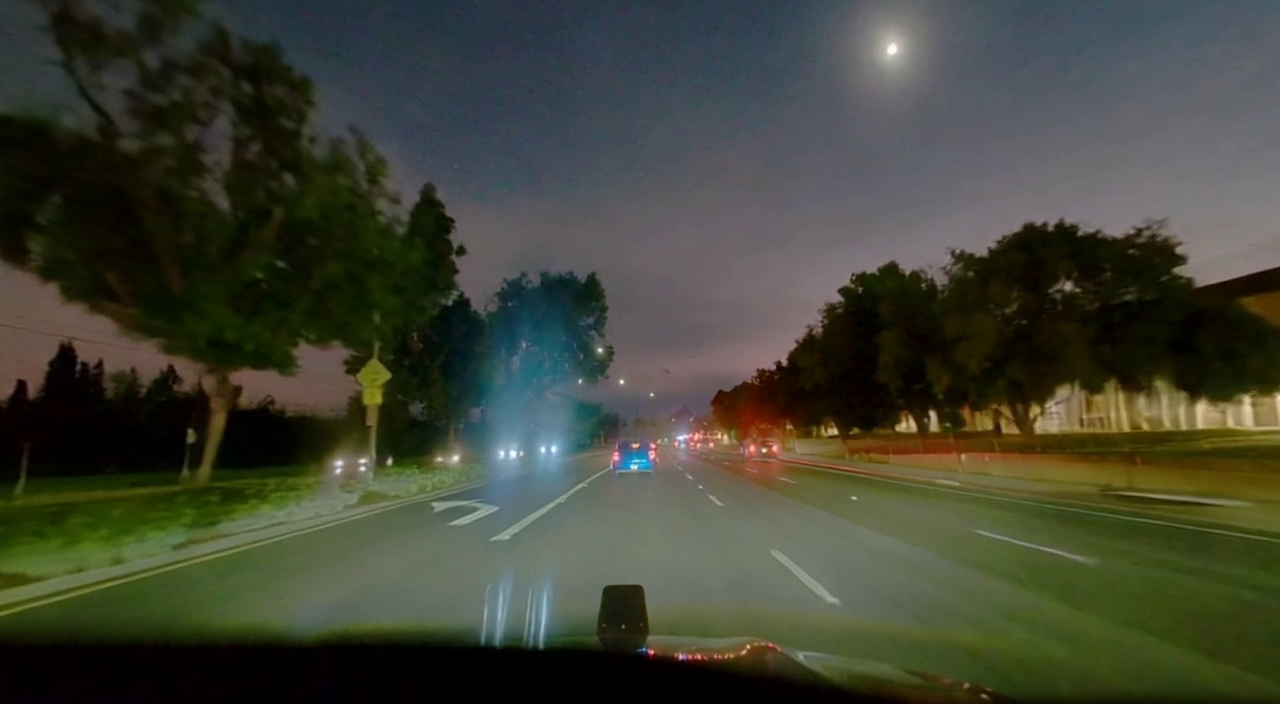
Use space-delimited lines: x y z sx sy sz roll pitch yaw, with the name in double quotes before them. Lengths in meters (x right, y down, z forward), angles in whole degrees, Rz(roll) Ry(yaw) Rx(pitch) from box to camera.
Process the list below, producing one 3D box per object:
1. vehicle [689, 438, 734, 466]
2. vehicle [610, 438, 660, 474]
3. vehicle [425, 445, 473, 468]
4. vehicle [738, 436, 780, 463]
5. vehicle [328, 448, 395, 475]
"vehicle" 4.118 5.832 37.013 2.067 1.514 4.188 0 -8 -1
"vehicle" -0.177 4.643 28.394 2.102 1.481 3.907 0 -8 1
"vehicle" -13.271 7.247 44.011 1.834 1.459 4.406 0 -8 2
"vehicle" 7.906 6.522 42.124 1.972 1.700 4.269 0 -8 0
"vehicle" -16.933 6.642 38.550 1.923 1.469 4.537 0 -8 1
